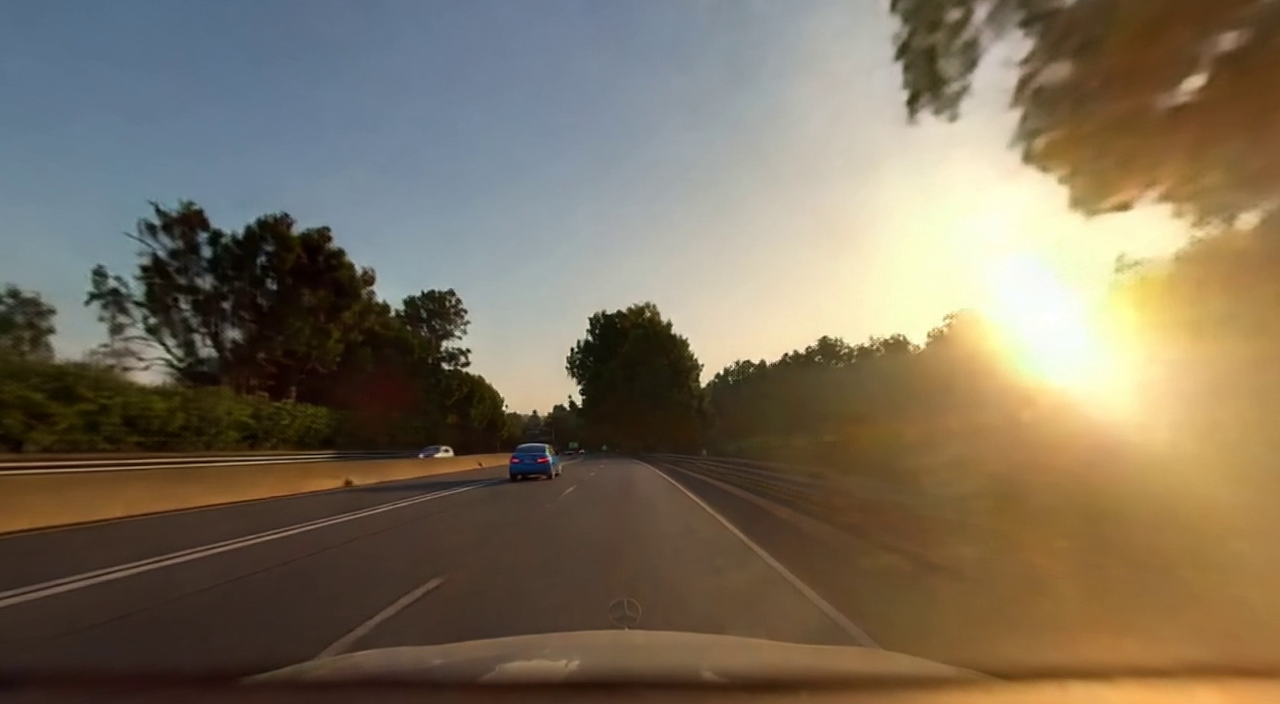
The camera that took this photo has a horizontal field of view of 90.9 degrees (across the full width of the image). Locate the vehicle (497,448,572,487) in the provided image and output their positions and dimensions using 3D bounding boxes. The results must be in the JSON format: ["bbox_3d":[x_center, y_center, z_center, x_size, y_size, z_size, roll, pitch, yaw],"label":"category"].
[{"bbox_3d":[-4.075,4.543,25.135,2.126,1.411,4.433,0,-9,1],"label":"vehicle"}]
